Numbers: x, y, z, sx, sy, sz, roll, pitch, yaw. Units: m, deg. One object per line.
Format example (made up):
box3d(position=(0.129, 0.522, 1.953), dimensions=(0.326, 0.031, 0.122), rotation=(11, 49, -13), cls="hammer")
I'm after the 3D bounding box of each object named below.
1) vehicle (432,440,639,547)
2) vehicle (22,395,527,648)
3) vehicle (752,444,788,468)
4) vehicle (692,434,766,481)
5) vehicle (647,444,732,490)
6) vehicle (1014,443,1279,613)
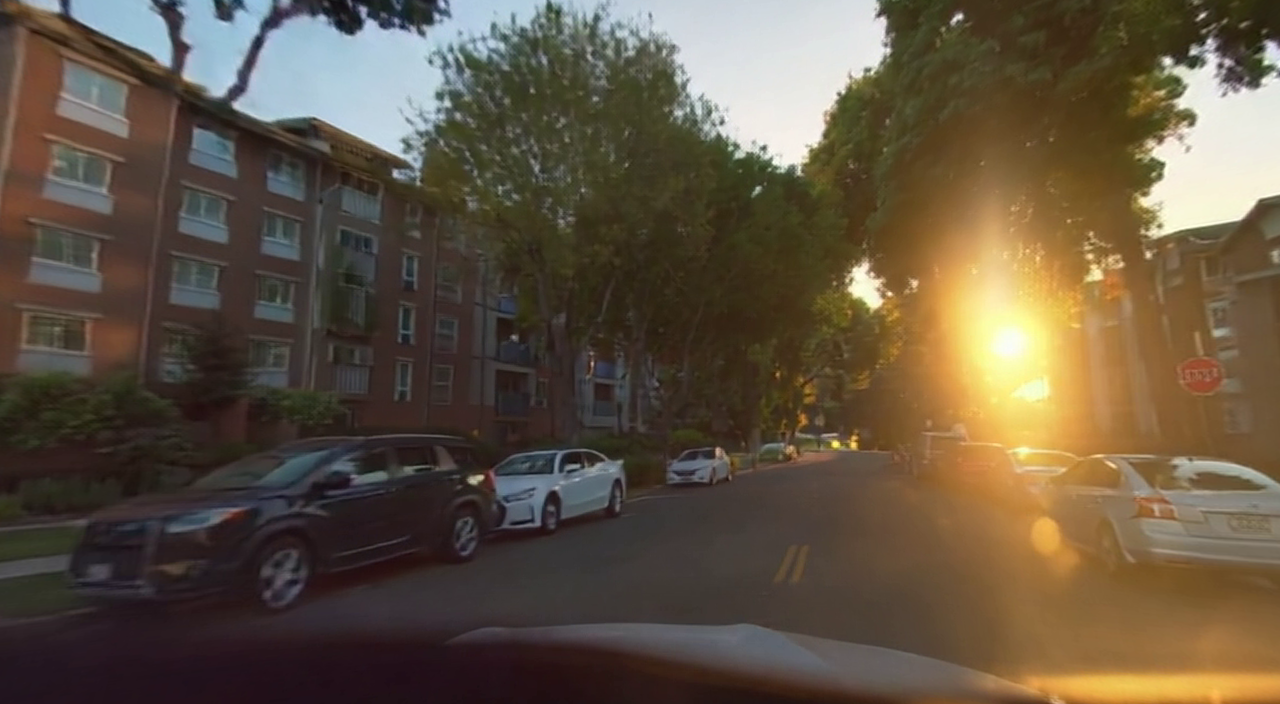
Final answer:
box3d(position=(-1.599, 2.398, 11.635), dimensions=(1.902, 1.478, 4.696), rotation=(-3, -8, 16), cls="vehicle")
box3d(position=(-3.199, 1.535, 6.917), dimensions=(1.946, 1.744, 4.584), rotation=(-3, -9, 17), cls="vehicle")
box3d(position=(8.729, 6.875, 42.045), dimensions=(1.939, 1.513, 4.401), rotation=(-2, -9, 16), cls="vehicle")
box3d(position=(4.157, 4.696, 28.616), dimensions=(2.229, 1.869, 5.791), rotation=(-4, -8, 18), cls="vehicle")
box3d(position=(1.879, 4.052, 22.672), dimensions=(1.921, 1.463, 4.313), rotation=(-3, -9, 20), cls="vehicle")
box3d(position=(6.277, 1.829, 7.551), dimensions=(2.084, 1.441, 4.402), rotation=(-2, -9, 17), cls="vehicle")
